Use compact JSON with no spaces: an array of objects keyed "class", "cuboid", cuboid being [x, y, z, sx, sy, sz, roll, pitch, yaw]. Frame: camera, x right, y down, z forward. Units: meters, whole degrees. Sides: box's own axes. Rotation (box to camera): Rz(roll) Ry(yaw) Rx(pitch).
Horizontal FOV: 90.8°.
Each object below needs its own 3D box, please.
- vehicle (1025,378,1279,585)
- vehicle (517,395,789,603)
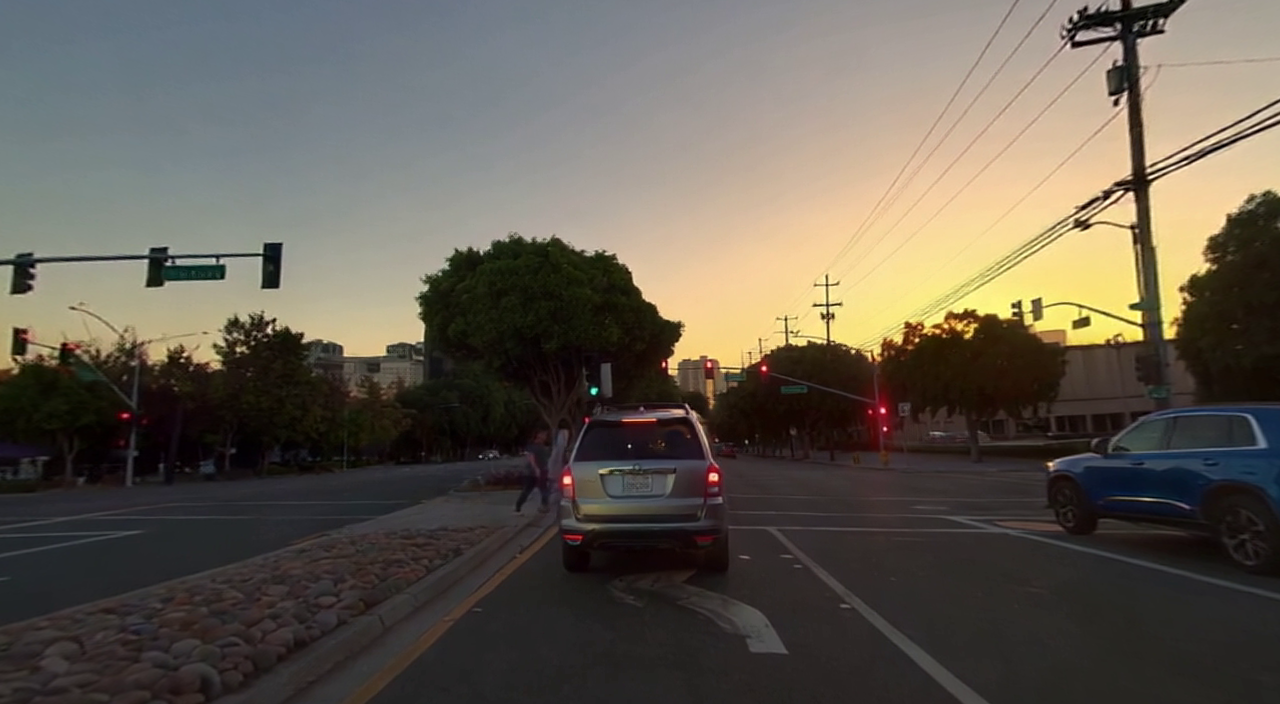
[{"class":"vehicle","cuboid":[6.800,1.354,6.982,2.119,1.827,4.806,-1,-9,1]},{"class":"vehicle","cuboid":[0.118,1.559,7.523,2.285,1.729,4.252,0,-9,0]}]
